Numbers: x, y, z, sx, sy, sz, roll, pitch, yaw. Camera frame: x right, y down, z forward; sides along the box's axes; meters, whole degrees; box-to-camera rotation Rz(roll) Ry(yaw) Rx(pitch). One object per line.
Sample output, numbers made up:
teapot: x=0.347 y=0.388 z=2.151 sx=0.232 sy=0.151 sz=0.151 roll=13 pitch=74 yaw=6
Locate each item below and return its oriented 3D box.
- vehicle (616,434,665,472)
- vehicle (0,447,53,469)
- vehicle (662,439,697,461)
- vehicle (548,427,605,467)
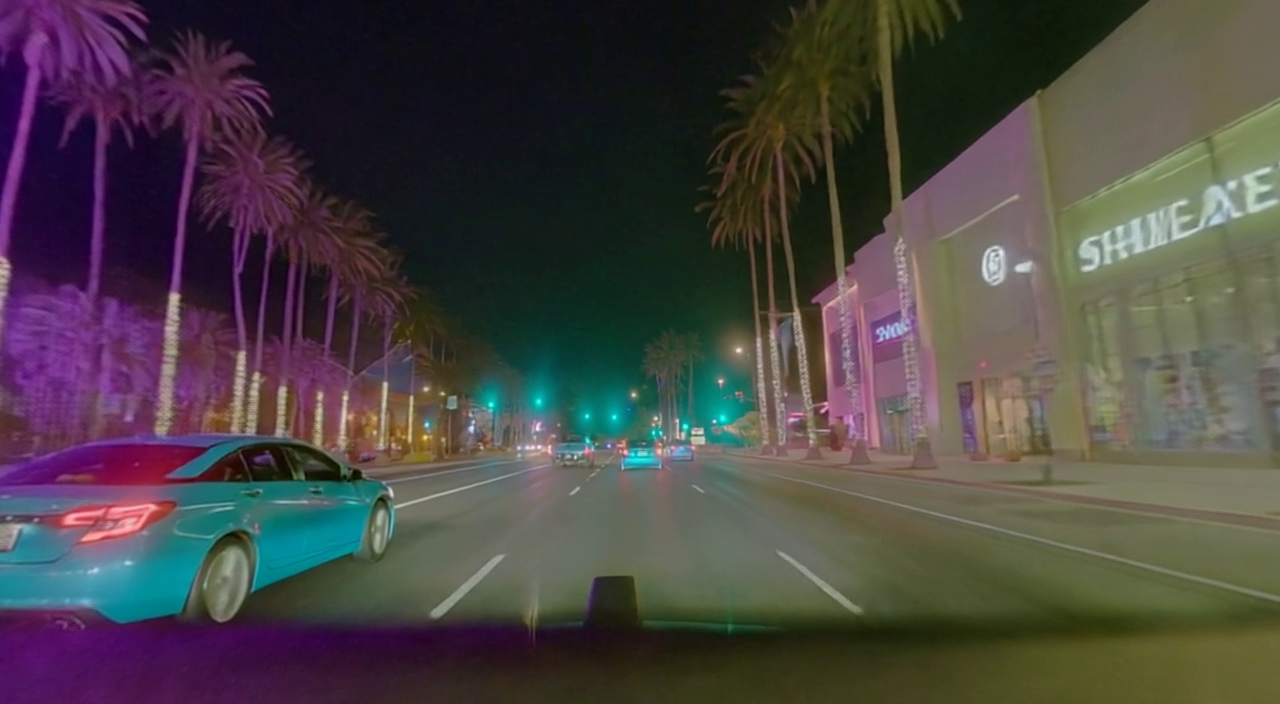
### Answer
vehicle: x=-0.033 y=4.720 z=29.570 sx=2.160 sy=1.615 sz=4.117 roll=0 pitch=-9 yaw=-1
vehicle: x=-47.020 y=7.940 z=47.392 sx=3.985 sy=1.623 sz=1.976 roll=0 pitch=-9 yaw=-3
vehicle: x=2.798 y=7.084 z=45.803 sx=2.085 sy=1.482 sz=4.491 roll=0 pitch=-9 yaw=-2
vehicle: x=-3.458 y=5.383 z=35.890 sx=2.672 sy=2.064 sz=5.681 roll=0 pitch=-9 yaw=0
